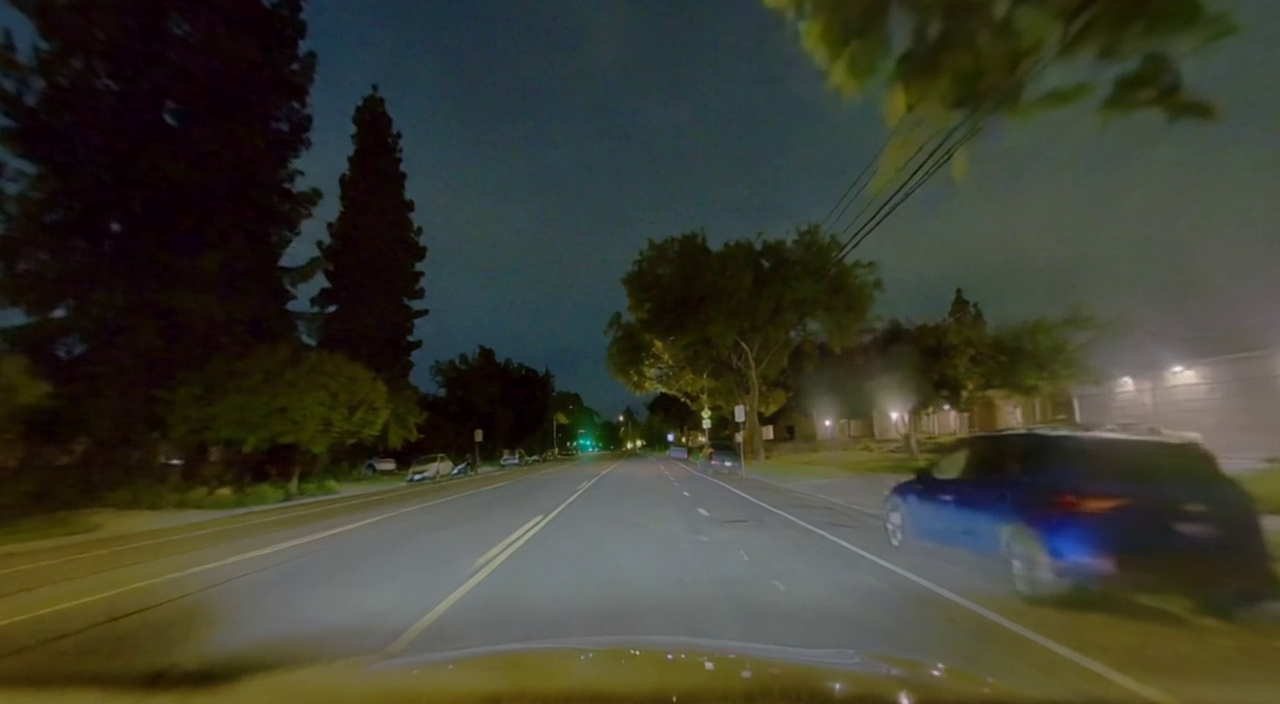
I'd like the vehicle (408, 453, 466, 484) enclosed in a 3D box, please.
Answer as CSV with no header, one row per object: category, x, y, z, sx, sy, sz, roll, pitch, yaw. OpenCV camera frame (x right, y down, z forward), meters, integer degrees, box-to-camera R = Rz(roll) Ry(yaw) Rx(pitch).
vehicle,-11.079,6.355,34.795,1.815,1.532,4.517,0,-8,-2

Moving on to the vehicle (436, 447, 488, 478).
vehicle,-11.067,6.889,39.688,1.981,1.790,4.682,0,-8,-1

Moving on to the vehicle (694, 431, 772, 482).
vehicle,3.848,4.469,27.403,2.319,1.938,5.961,0,-8,-2

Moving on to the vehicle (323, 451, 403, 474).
vehicle,-19.221,7.685,43.959,4.569,1.498,2.072,0,-8,0

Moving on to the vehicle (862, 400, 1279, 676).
vehicle,4.093,1.465,6.161,2.173,1.656,4.514,0,-8,-1
